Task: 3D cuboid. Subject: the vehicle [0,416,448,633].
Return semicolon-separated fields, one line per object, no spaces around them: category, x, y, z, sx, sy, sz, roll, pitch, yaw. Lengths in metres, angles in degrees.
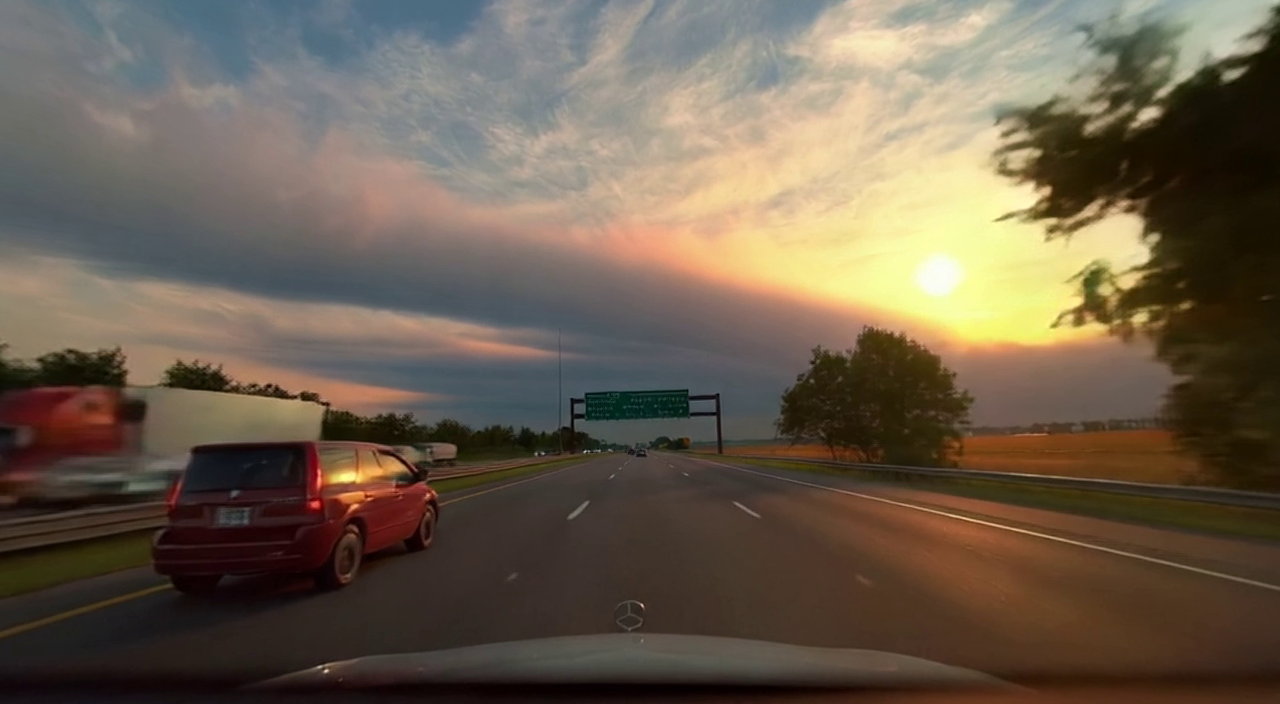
vehicle;-3.535;1.522;6.484;1.815;1.500;4.036;0;-9;0
